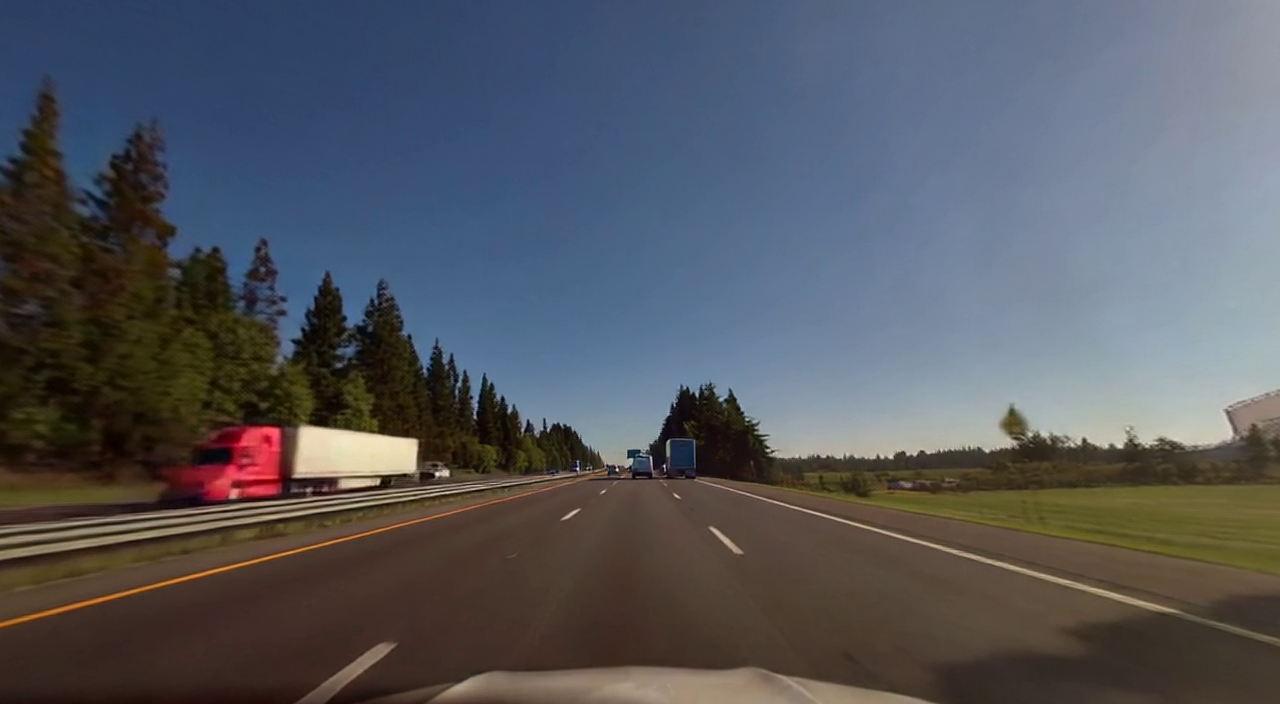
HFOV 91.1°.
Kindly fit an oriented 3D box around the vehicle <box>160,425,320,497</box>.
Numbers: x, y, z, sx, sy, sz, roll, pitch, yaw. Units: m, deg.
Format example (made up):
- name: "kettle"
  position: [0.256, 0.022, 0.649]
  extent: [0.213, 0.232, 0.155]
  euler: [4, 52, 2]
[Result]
- name: "vehicle"
  position: [-15.295, 4.307, 24.632]
  extent: [2.385, 2.442, 5.711]
  euler: [1, -10, 0]
